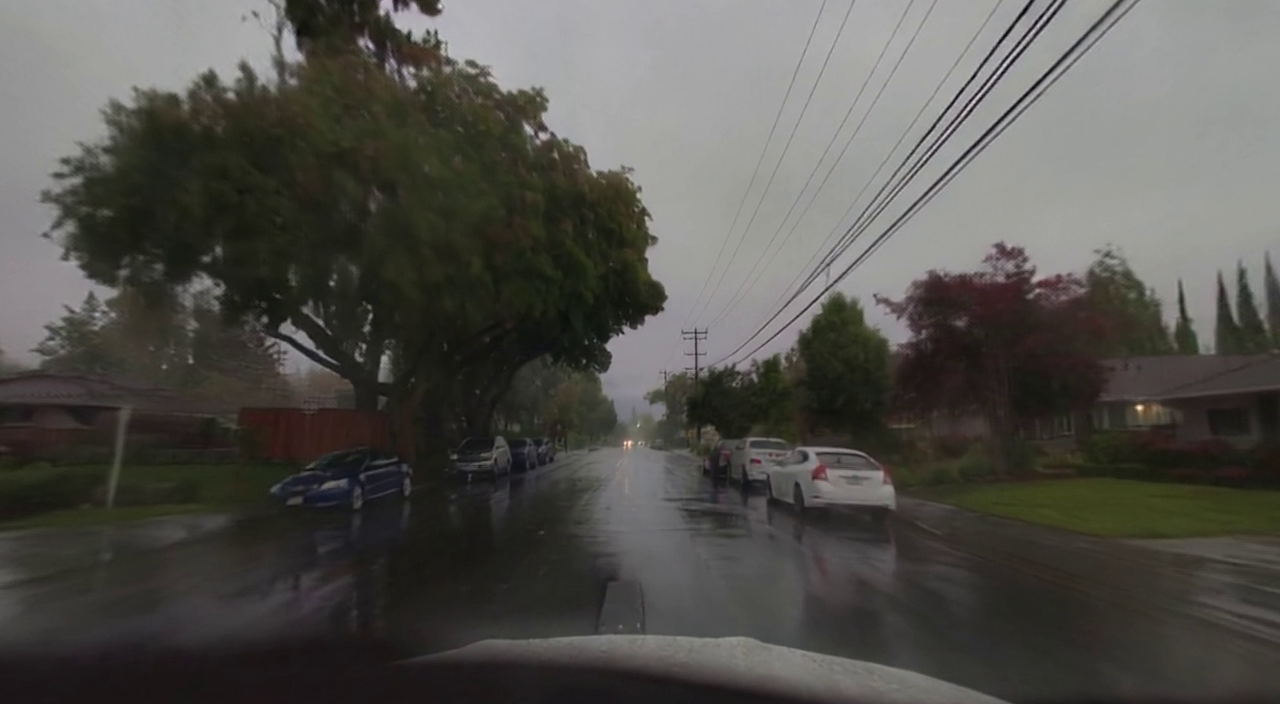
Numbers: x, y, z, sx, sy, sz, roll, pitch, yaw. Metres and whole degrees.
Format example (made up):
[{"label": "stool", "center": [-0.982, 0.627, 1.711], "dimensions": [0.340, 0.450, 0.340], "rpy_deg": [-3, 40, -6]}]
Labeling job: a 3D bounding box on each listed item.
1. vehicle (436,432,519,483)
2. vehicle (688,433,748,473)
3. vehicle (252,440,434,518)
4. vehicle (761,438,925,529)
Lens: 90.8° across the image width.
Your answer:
[{"label": "vehicle", "center": [-6.301, 4.155, 25.079], "dimensions": [2.031, 1.799, 4.587], "rpy_deg": [0, -8, 0]}, {"label": "vehicle", "center": [3.672, 4.899, 30.870], "dimensions": [2.178, 1.757, 5.495], "rpy_deg": [1, -8, -1]}, {"label": "vehicle", "center": [-6.424, 2.763, 14.341], "dimensions": [2.031, 1.454, 4.410], "rpy_deg": [1, -8, -1]}, {"label": "vehicle", "center": [3.683, 2.434, 12.385], "dimensions": [1.763, 1.432, 4.323], "rpy_deg": [1, -8, 0]}]
